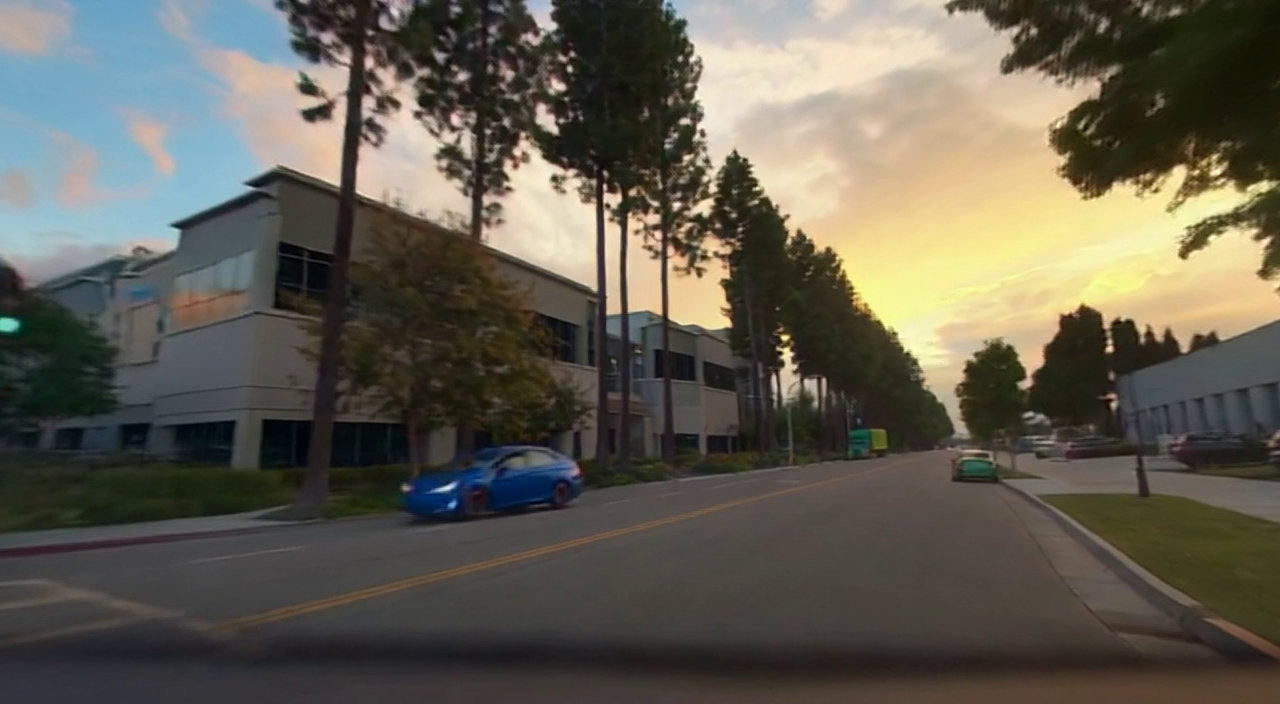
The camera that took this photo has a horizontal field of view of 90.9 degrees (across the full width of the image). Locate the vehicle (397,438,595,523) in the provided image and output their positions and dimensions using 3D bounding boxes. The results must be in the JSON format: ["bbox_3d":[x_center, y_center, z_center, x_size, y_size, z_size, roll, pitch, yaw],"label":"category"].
[{"bbox_3d":[-3.218,2.997,15.240,2.145,1.687,4.662,-4,-10,26],"label":"vehicle"}]

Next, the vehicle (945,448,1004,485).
[{"bbox_3d":[15.198,5.200,28.875,2.098,1.509,4.389,-4,-10,25],"label":"vehicle"}]
